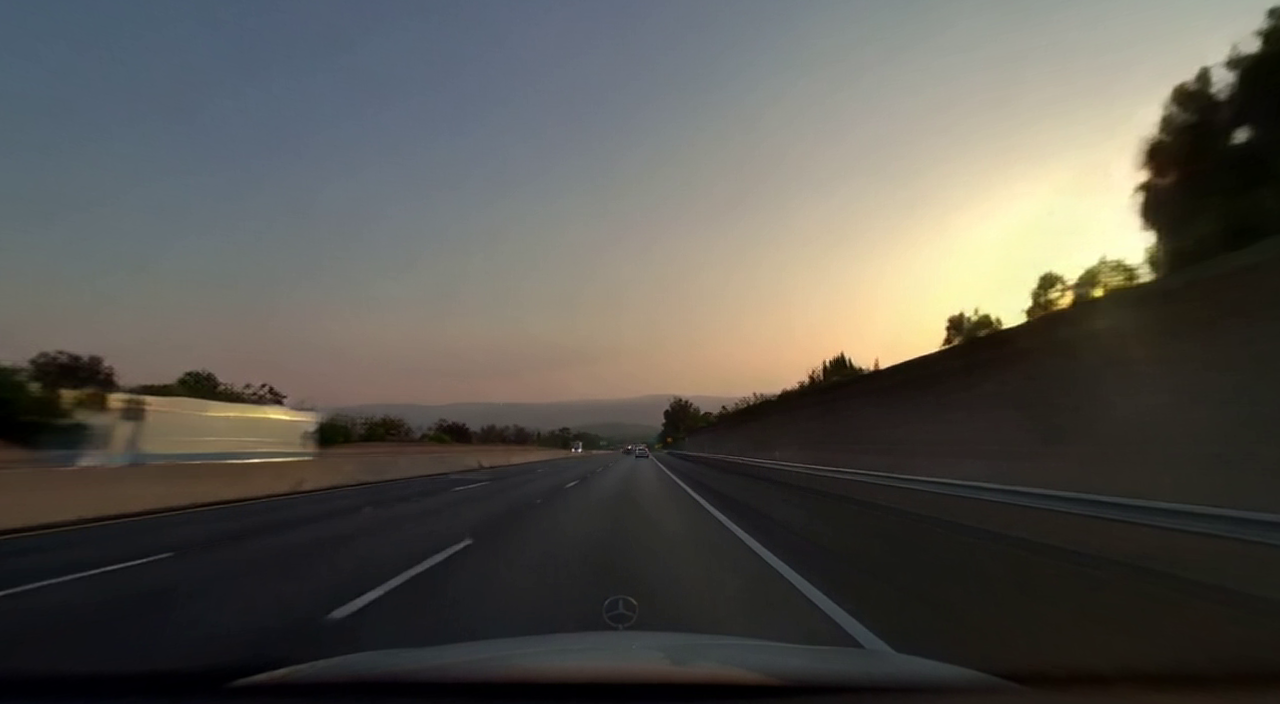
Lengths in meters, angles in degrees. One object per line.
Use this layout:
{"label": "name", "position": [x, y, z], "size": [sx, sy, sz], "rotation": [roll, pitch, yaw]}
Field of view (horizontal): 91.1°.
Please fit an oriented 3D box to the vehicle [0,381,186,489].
{"label": "vehicle", "position": [-23.135, 3.563, 26.636], "size": [3.057, 4.001, 6.024], "rotation": [-1, -9, 0]}
